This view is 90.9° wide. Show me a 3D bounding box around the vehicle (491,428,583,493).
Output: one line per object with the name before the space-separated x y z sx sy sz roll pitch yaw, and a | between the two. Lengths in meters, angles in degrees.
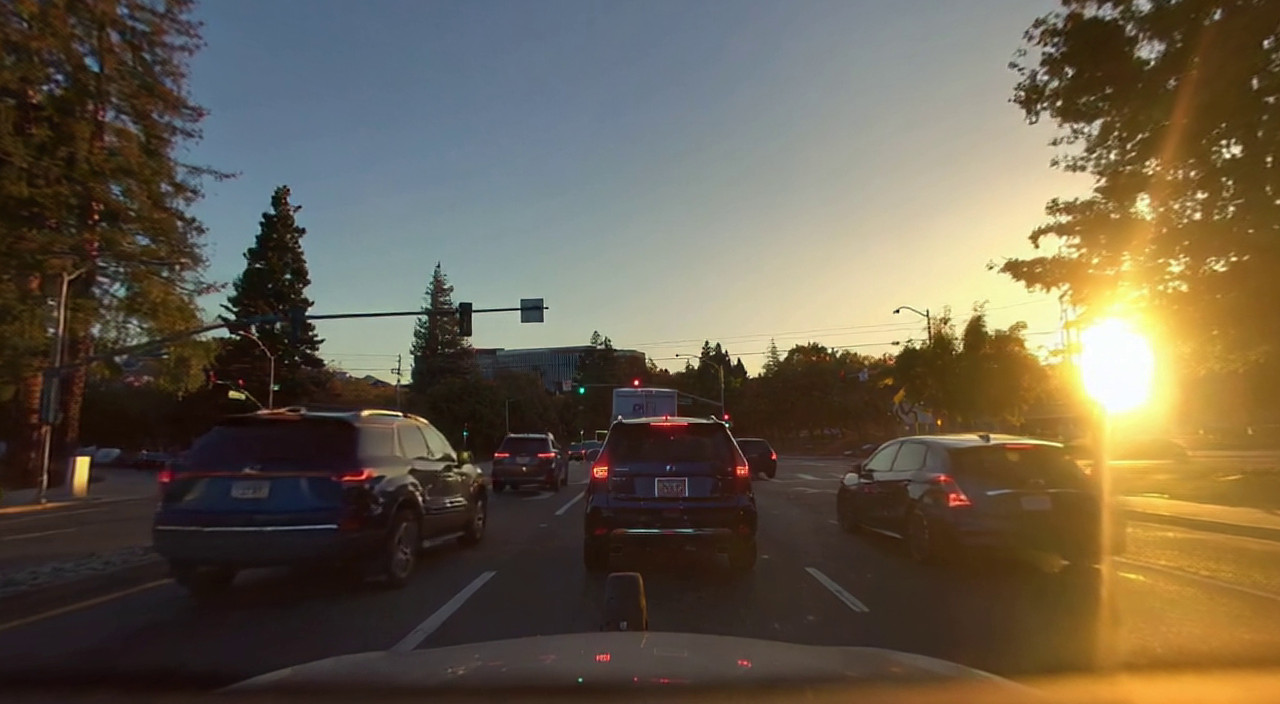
vehicle | -3.145 3.436 20.362 2.054 1.814 4.941 0 -8 1

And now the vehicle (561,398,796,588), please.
vehicle | 0.372 1.636 8.112 2.172 1.764 4.338 0 -8 0

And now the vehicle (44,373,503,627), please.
vehicle | -3.175 1.427 7.050 2.209 1.828 4.847 0 -9 0

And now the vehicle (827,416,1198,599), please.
vehicle | 3.885 1.663 7.607 1.954 1.592 3.992 0 -8 -1
